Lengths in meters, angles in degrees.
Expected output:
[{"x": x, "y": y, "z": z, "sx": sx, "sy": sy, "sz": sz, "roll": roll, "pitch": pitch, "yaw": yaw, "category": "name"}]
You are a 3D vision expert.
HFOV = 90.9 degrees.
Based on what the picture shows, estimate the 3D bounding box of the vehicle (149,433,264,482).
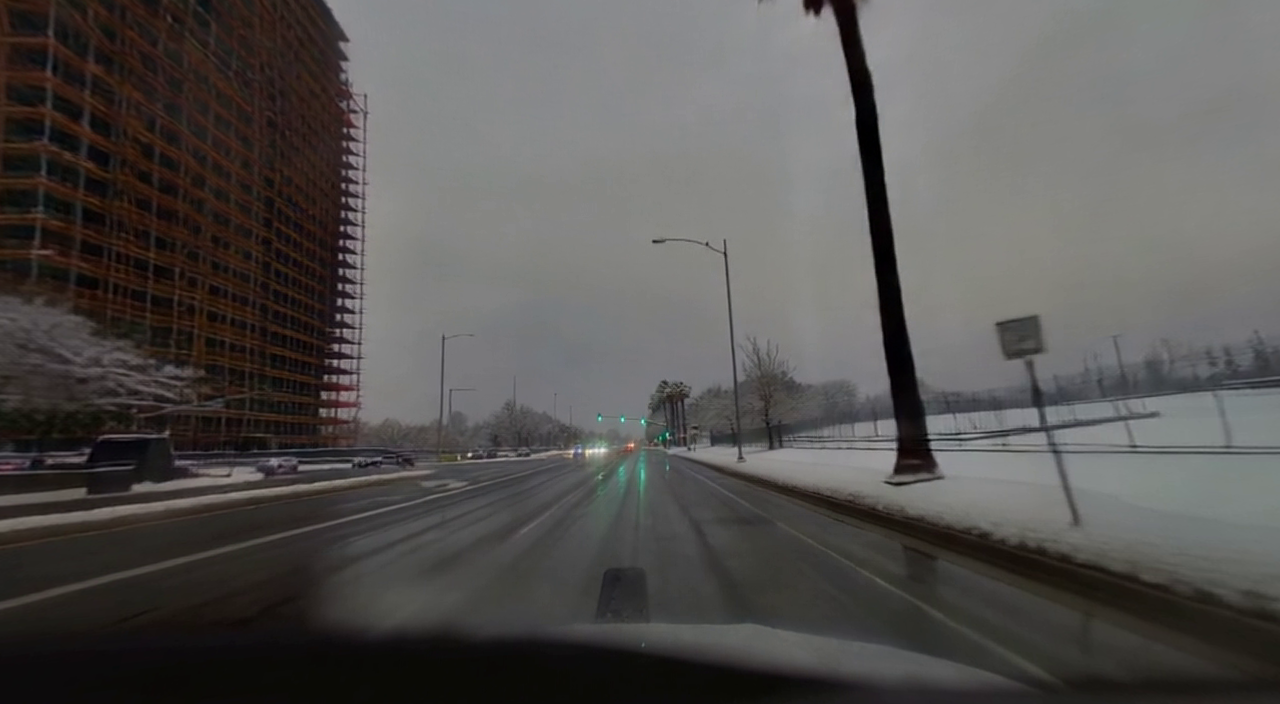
[{"x": -26.694, "y": 6.430, "z": 38.776, "sx": 6.454, "sy": 2.718, "sz": 3.175, "roll": -5, "pitch": -10, "yaw": 30, "category": "vehicle"}]
